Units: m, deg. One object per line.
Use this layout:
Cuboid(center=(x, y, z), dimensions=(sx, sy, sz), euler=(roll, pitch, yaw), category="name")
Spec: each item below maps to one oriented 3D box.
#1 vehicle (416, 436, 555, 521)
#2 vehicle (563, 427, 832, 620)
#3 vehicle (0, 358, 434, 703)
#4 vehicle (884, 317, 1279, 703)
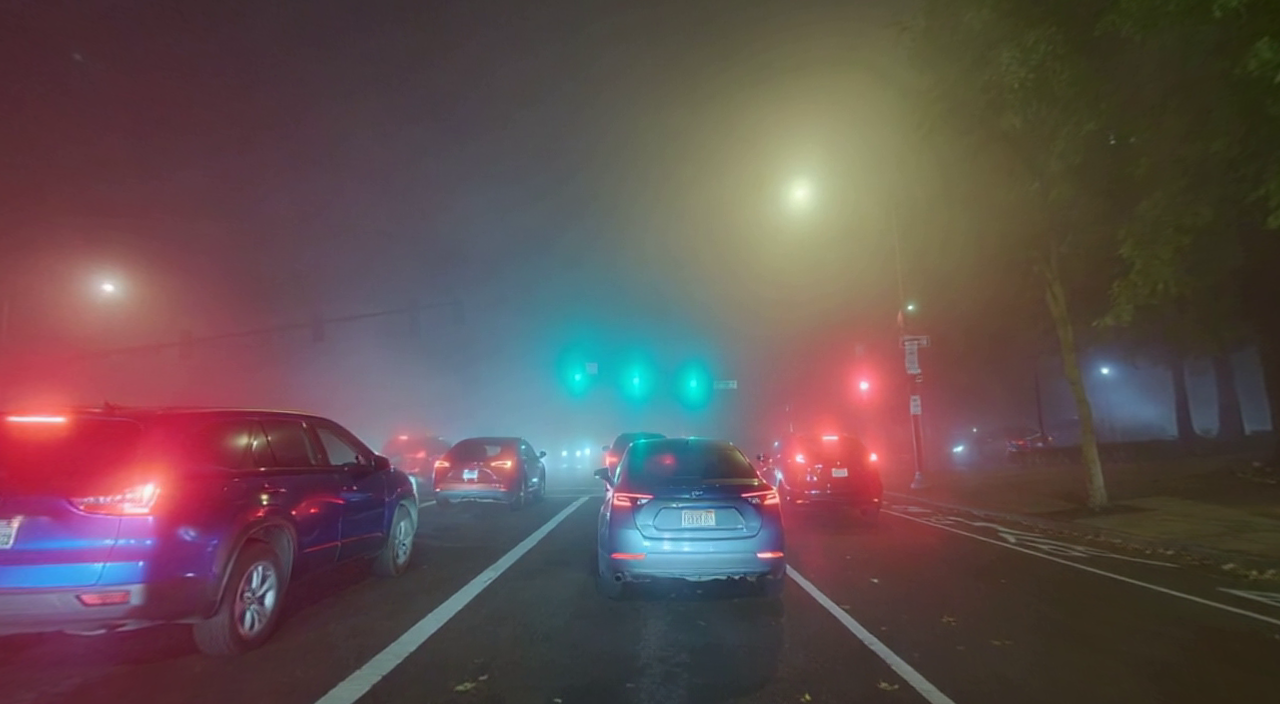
Cuboid(center=(-3.075, 2.587, 13.424), dimensions=(1.868, 1.516, 4.114), euler=(0, -8, 1), category="vehicle")
Cuboid(center=(0.433, 1.610, 6.841), dimensions=(2.051, 1.460, 3.932), euler=(0, -8, 0), category="vehicle")
Cuboid(center=(-3.454, 1.224, 5.294), dimensions=(1.889, 1.767, 4.289), euler=(0, -8, 1), category="vehicle")
Cuboid(center=(3.040, 0.918, 3.069), dimensions=(1.880, 1.747, 4.500), euler=(0, -8, 0), category="vehicle")
